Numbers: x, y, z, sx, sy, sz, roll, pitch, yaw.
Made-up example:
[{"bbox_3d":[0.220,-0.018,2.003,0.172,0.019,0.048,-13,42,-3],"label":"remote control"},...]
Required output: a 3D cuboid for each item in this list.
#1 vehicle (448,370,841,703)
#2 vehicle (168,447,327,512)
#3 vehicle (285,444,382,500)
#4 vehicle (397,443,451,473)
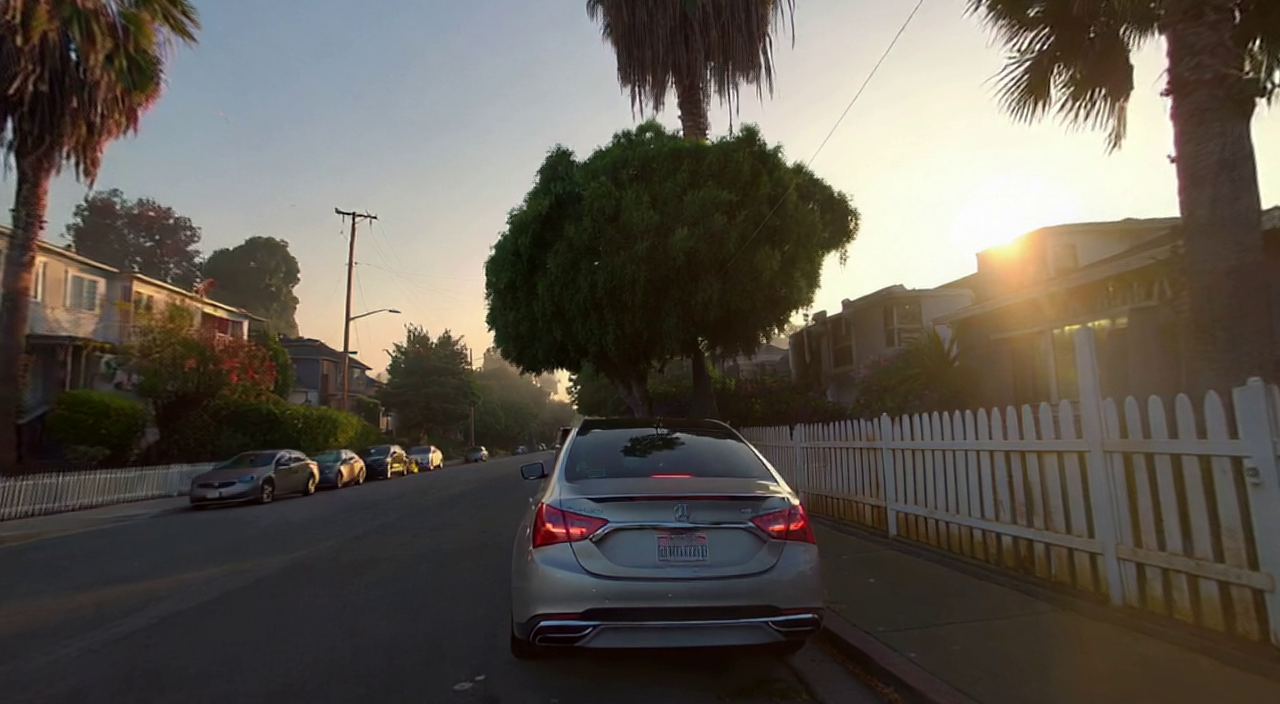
[{"bbox_3d":[-0.137,1.220,5.000,1.894,1.695,3.795,1,-8,-6],"label":"vehicle"},{"bbox_3d":[-11.392,3.661,18.797,2.017,1.627,5.039,1,-8,-7],"label":"vehicle"},{"bbox_3d":[-12.140,4.712,25.308,2.048,1.485,4.757,-4,-4,-8],"label":"vehicle"},{"bbox_3d":[-13.169,6.470,38.708,2.060,1.689,4.999,1,-8,-7],"label":"vehicle"}]
